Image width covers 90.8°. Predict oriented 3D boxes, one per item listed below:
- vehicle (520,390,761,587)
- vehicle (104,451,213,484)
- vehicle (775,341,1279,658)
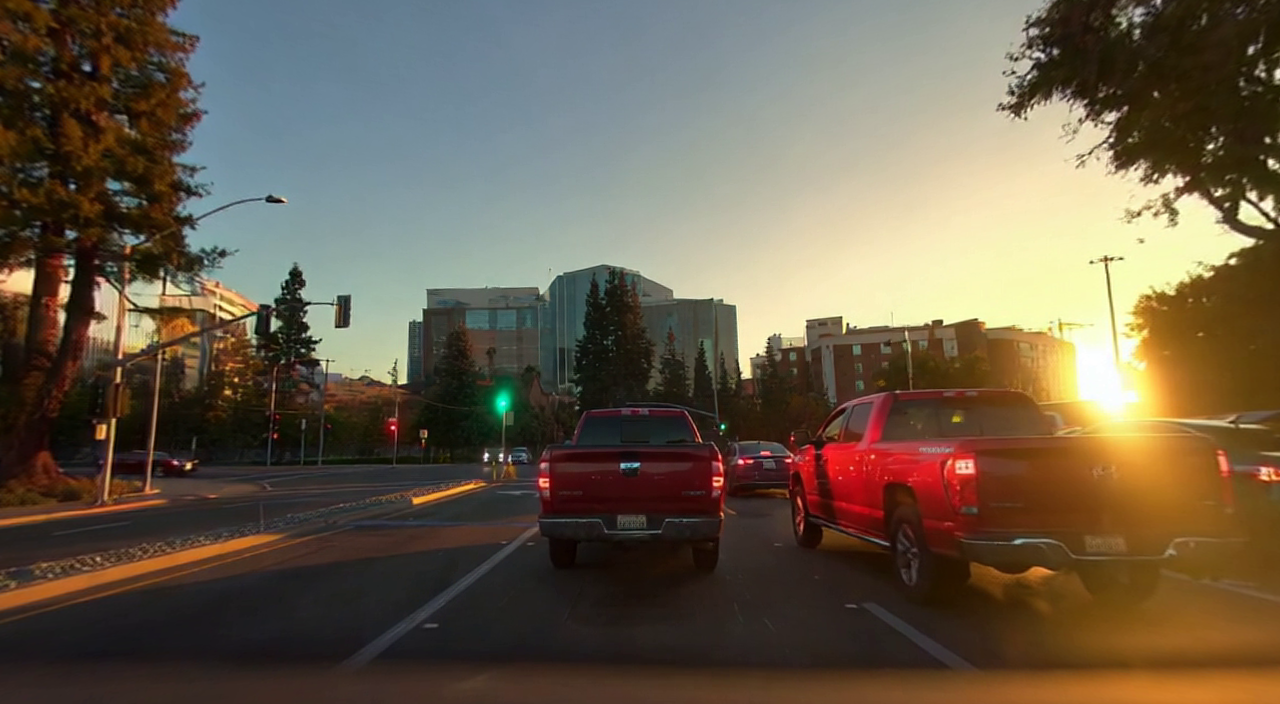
[{"bbox_3d":[-0.052,1.643,8.474,2.240,1.821,5.001,0,-9,-1],"label":"vehicle"},{"bbox_3d":[-26.398,6.322,34.852,4.437,1.669,1.936,5,-10,-30],"label":"vehicle"},{"bbox_3d":[3.331,1.314,6.804,2.412,1.953,5.682,0,-9,-1],"label":"vehicle"}]
